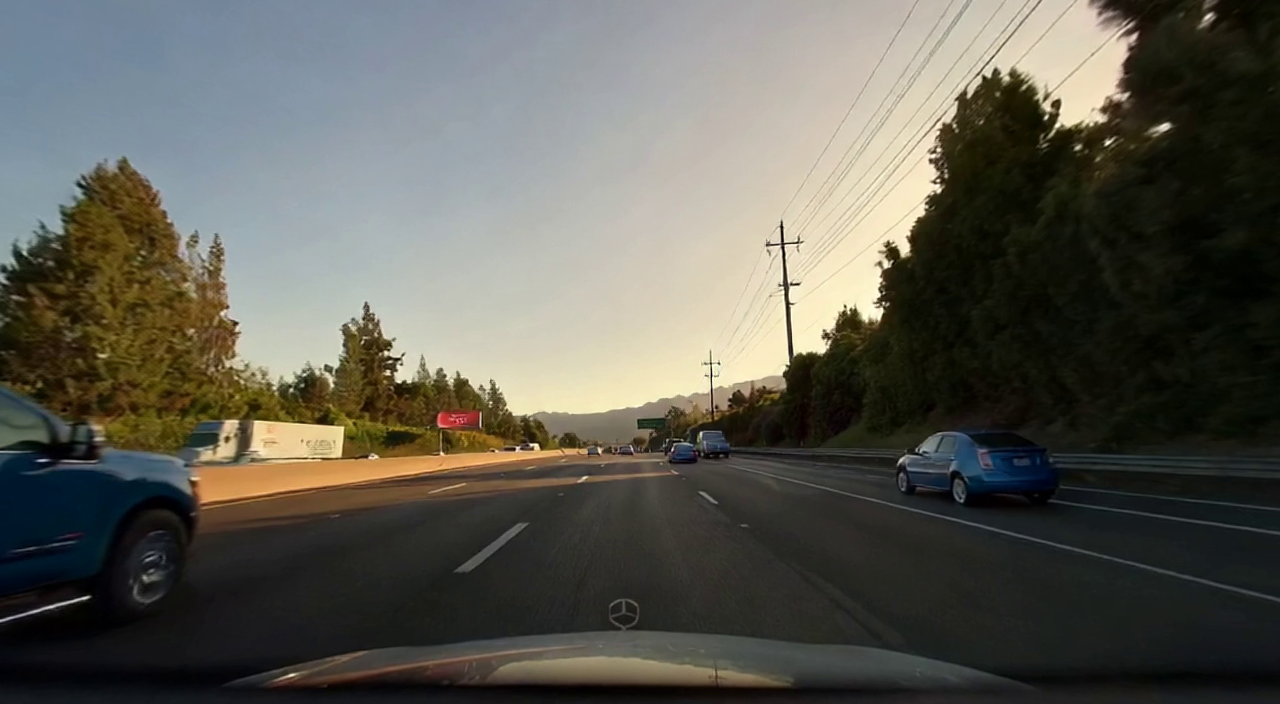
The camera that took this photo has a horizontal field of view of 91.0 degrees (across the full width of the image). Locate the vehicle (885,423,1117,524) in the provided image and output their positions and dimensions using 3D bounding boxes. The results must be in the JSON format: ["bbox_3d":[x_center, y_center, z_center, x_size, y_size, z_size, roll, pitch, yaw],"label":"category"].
[{"bbox_3d":[6.806,2.325,12.592,1.976,1.646,4.370,0,-8,-1],"label":"vehicle"}]

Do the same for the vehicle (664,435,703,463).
[{"bbox_3d":[3.330,7.571,49.269,2.484,2.024,5.265,0,-8,-1],"label":"vehicle"}]

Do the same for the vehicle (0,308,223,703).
[{"bbox_3d":[-4.557,0.578,1.745,2.508,2.023,6.176,0,-8,1],"label":"vehicle"}]
